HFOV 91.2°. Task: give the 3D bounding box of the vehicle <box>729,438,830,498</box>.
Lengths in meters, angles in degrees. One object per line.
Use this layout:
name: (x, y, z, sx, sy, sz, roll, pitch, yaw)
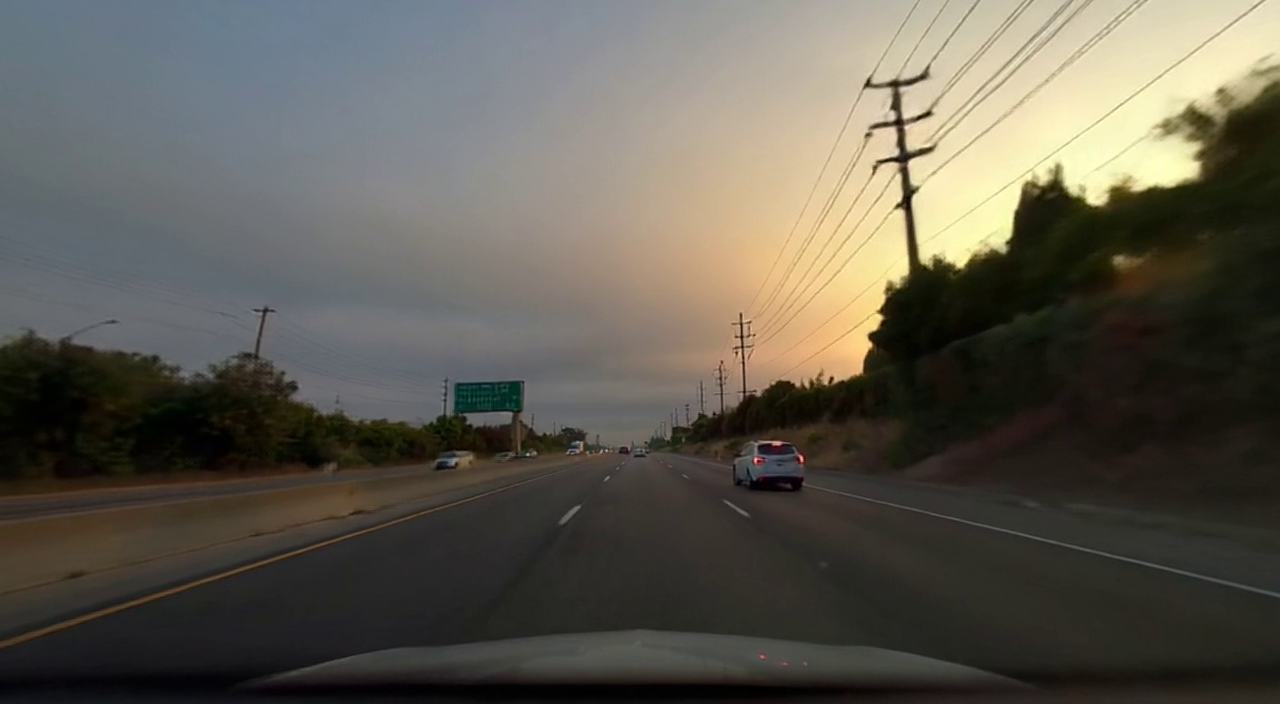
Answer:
vehicle: (4.036, 3.431, 18.902, 2.054, 1.565, 4.089, 0, -9, -1)
